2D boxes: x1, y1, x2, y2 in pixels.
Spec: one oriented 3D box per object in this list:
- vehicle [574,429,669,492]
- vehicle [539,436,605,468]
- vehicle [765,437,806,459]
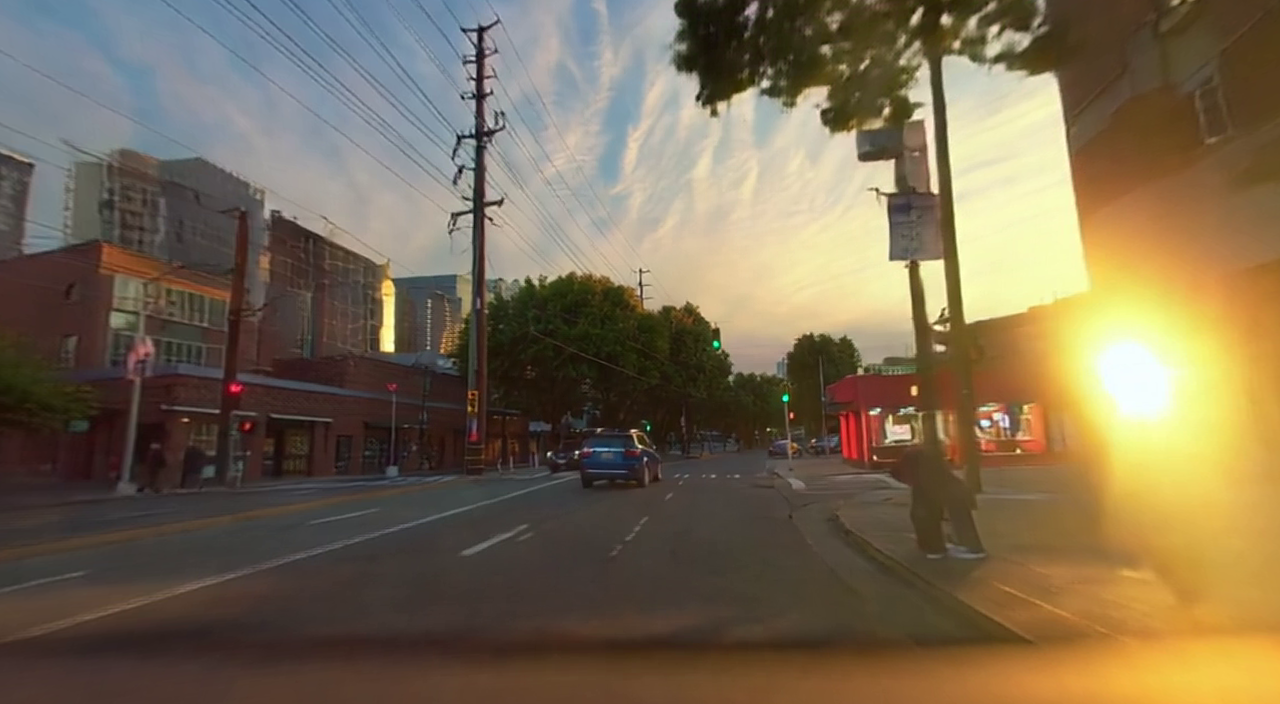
[{"bbox_3d":[-0.423,3.311,19.632,2.101,1.721,4.364,-1,-9,10],"label":"vehicle"},{"bbox_3d":[-3.788,5.678,36.064,2.017,1.684,4.483,-3,-9,19],"label":"vehicle"},{"bbox_3d":[10.246,6.705,44.258,2.006,1.470,4.099,-4,-9,25],"label":"vehicle"}]
